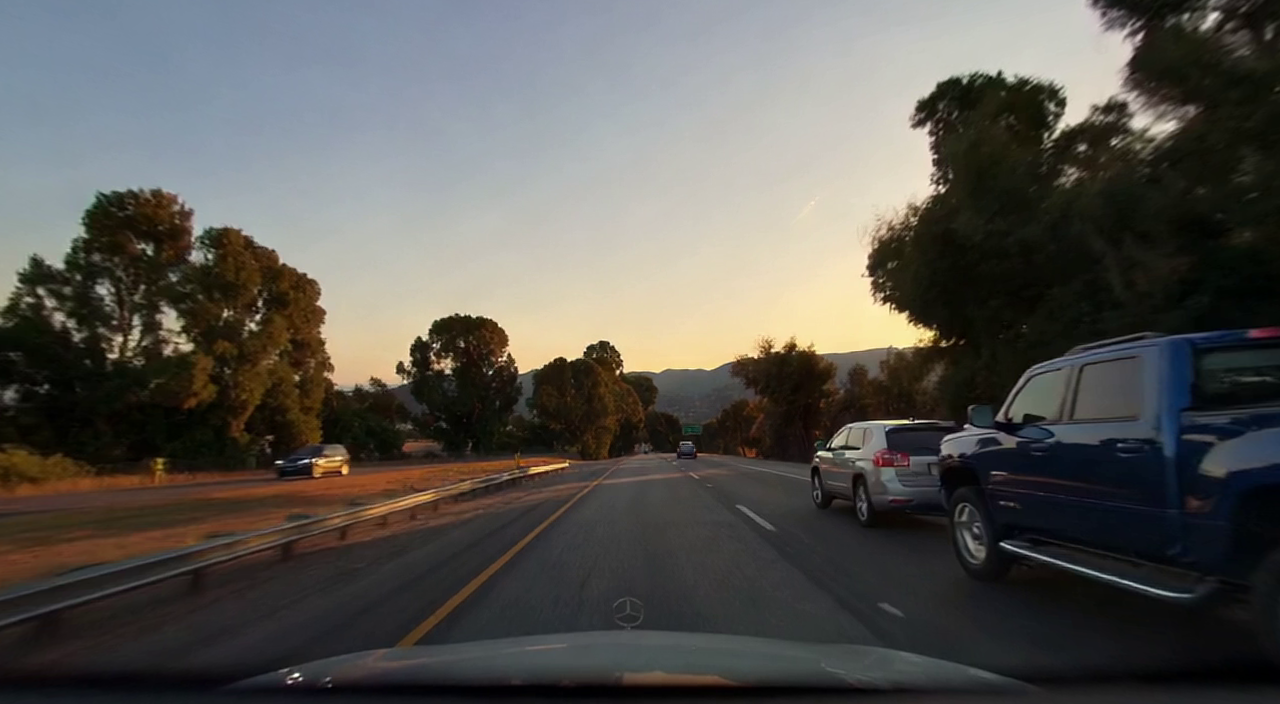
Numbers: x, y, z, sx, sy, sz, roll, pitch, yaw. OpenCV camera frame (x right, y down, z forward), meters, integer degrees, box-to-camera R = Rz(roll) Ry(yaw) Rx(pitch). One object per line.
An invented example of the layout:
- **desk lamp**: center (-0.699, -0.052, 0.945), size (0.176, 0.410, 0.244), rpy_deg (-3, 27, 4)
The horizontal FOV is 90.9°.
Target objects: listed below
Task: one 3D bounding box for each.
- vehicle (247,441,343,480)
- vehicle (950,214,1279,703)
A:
- **vehicle**: center (-17.651, 5.547, 32.577), size (2.137, 1.858, 5.012), rpy_deg (0, -8, -1)
- **vehicle**: center (4.067, 0.714, 4.086), size (2.150, 2.344, 3.759), rpy_deg (0, -8, 1)
